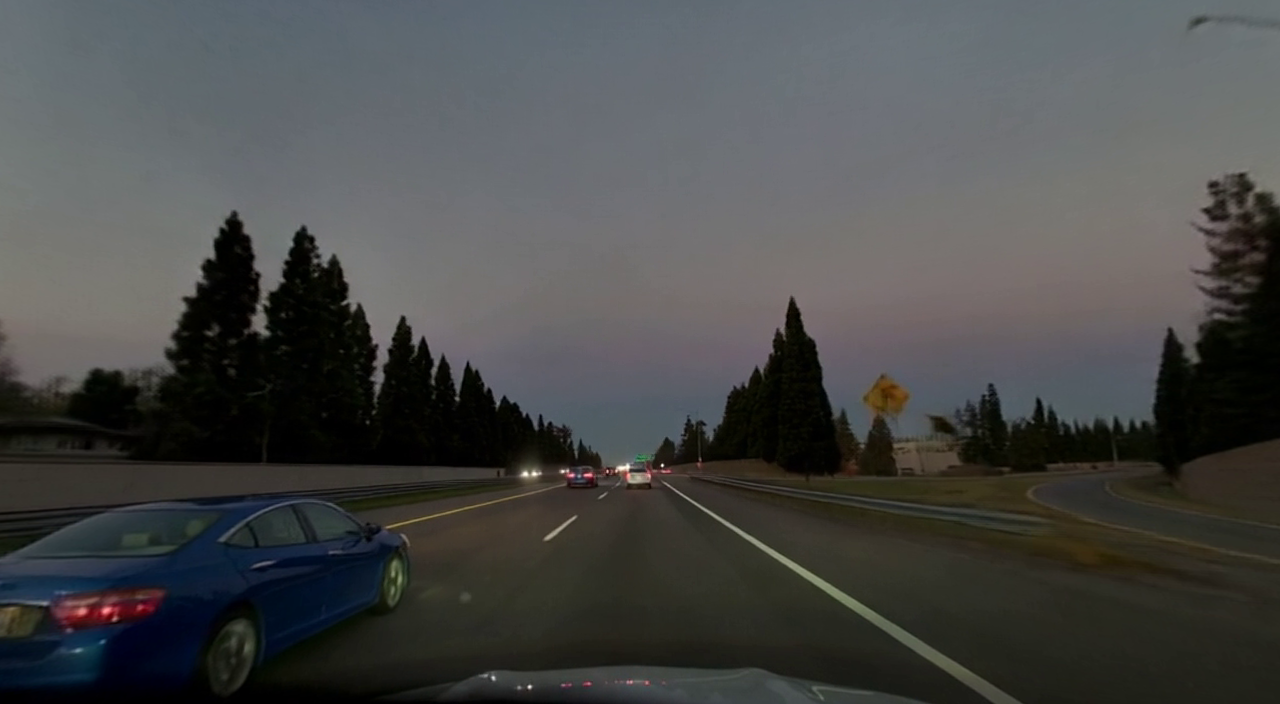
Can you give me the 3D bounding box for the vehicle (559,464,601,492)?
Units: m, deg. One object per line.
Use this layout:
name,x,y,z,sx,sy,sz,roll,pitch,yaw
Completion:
vehicle,-3.589,7.679,38.493,2.047,1.523,4.279,1,-11,1

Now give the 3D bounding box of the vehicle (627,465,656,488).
vehicle,0.111,9.105,46.115,2.065,1.596,3.869,1,-11,0
